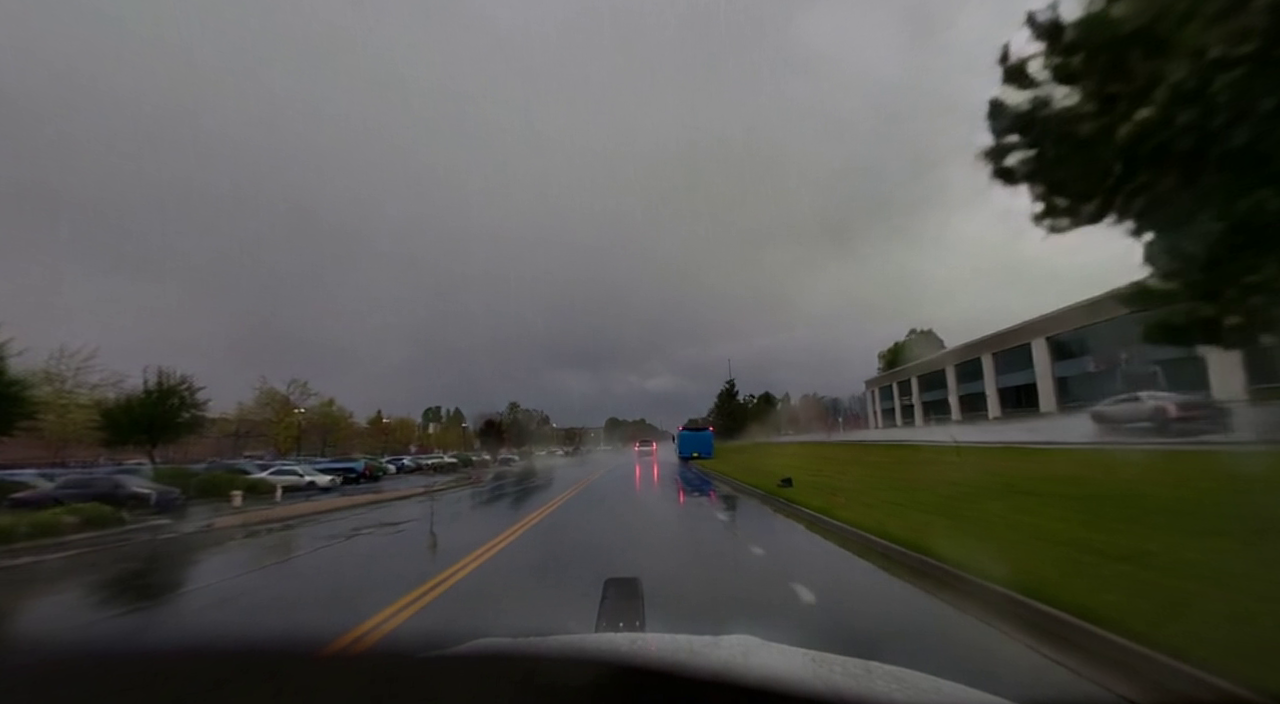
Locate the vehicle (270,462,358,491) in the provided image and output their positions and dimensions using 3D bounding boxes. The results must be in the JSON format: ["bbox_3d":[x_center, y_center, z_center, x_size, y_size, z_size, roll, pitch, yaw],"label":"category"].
[{"bbox_3d":[-22.207,8.452,43.291,2.233,1.709,5.161,-3,-9,19],"label":"vehicle"}]

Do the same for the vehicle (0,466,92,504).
[{"bbox_3d":[-33.430,7.255,34.302,5.432,1.791,2.159,-3,-9,2],"label":"vehicle"}]

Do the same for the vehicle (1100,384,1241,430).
[{"bbox_3d":[21.260,2.318,25.617,1.871,1.582,4.500,0,-8,1],"label":"vehicle"}]

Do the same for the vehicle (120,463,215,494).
[{"bbox_3d":[-32.568,8.726,43.644,4.996,1.817,2.054,-3,-10,1],"label":"vehicle"}]
